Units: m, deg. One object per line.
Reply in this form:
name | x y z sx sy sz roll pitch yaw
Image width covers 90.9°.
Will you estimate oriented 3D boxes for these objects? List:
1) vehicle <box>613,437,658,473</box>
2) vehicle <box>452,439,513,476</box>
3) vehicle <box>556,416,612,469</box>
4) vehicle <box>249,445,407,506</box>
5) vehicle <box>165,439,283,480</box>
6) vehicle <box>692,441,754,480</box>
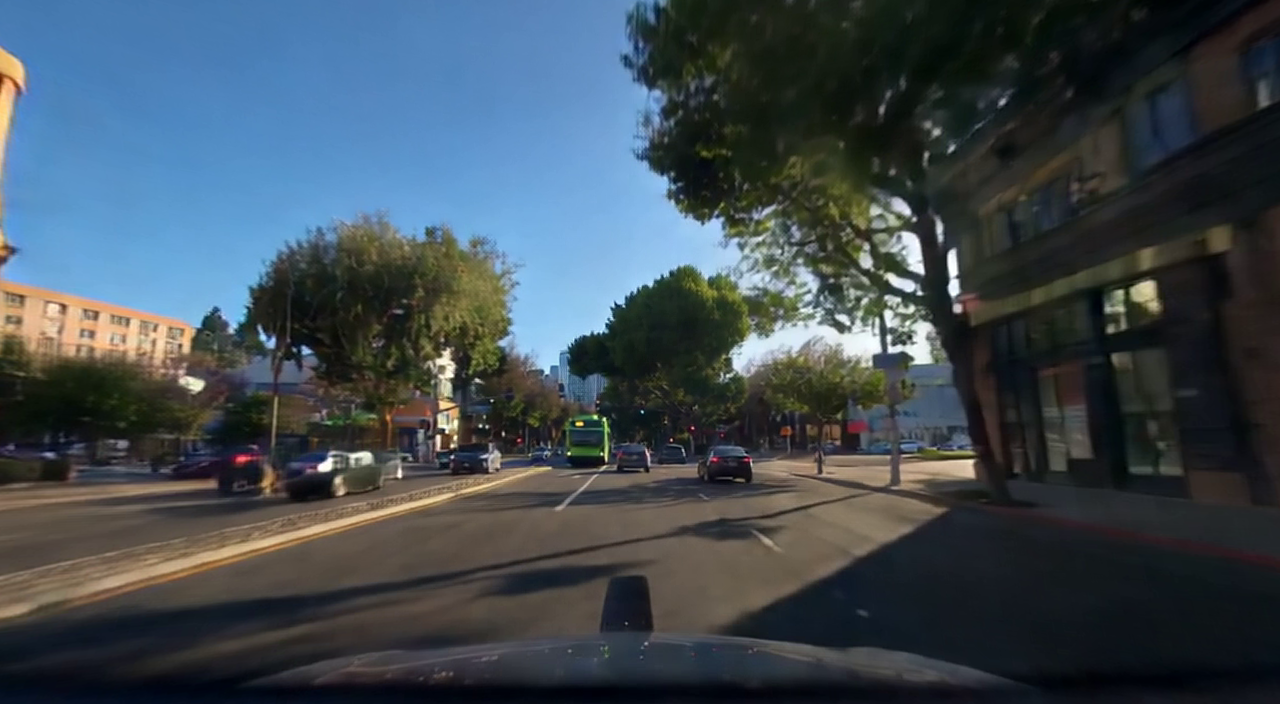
vehicle | -0.289 5.634 34.775 2.301 1.837 4.411 0 -8 -2
vehicle | -8.519 5.723 34.547 2.154 1.832 4.820 0 -8 -1
vehicle | -3.759 6.564 45.692 3.018 3.217 13.998 0 -8 -1
vehicle | -8.386 3.321 17.495 2.228 1.476 4.162 0 -8 0
vehicle | -22.276 5.787 34.218 2.306 1.967 6.392 1 -9 -3
vehicle | 3.478 4.666 27.304 2.046 1.540 3.883 0 -8 -2
